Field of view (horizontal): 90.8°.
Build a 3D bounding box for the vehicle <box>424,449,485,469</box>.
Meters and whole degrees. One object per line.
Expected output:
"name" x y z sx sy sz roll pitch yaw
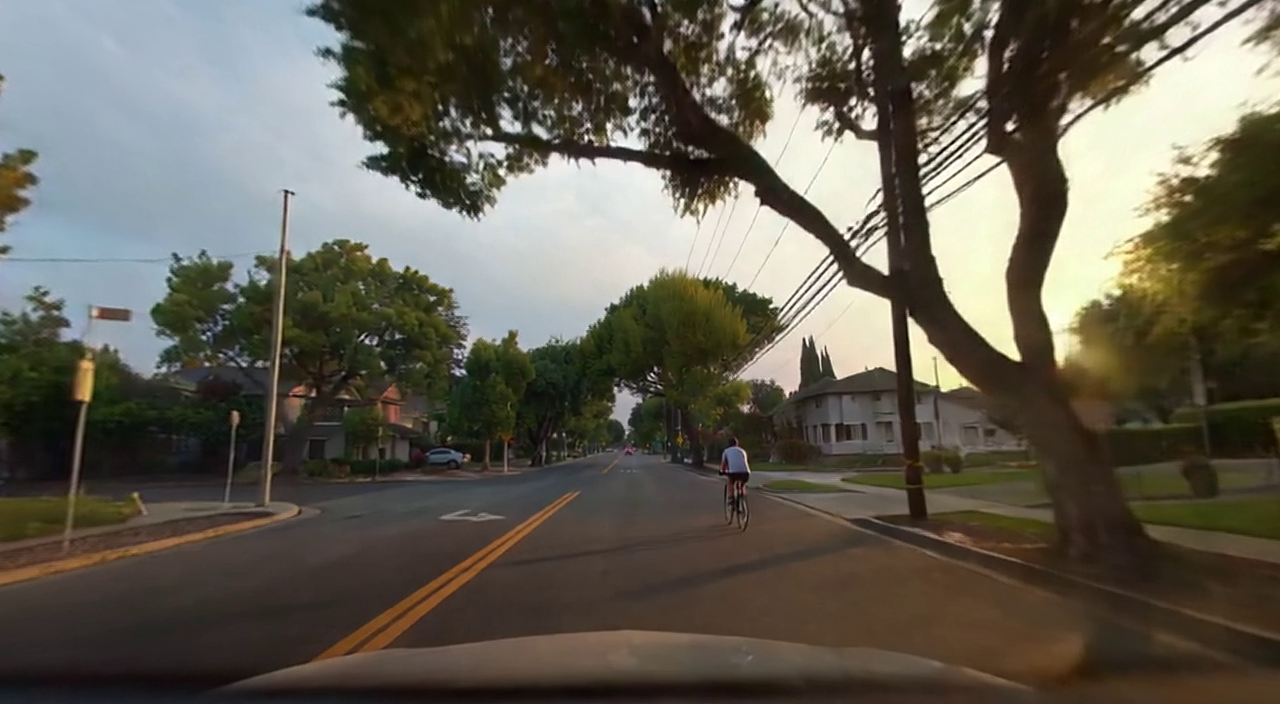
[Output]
"vehicle" -14.334 8.279 48.933 4.143 1.480 1.755 0 -9 -2
